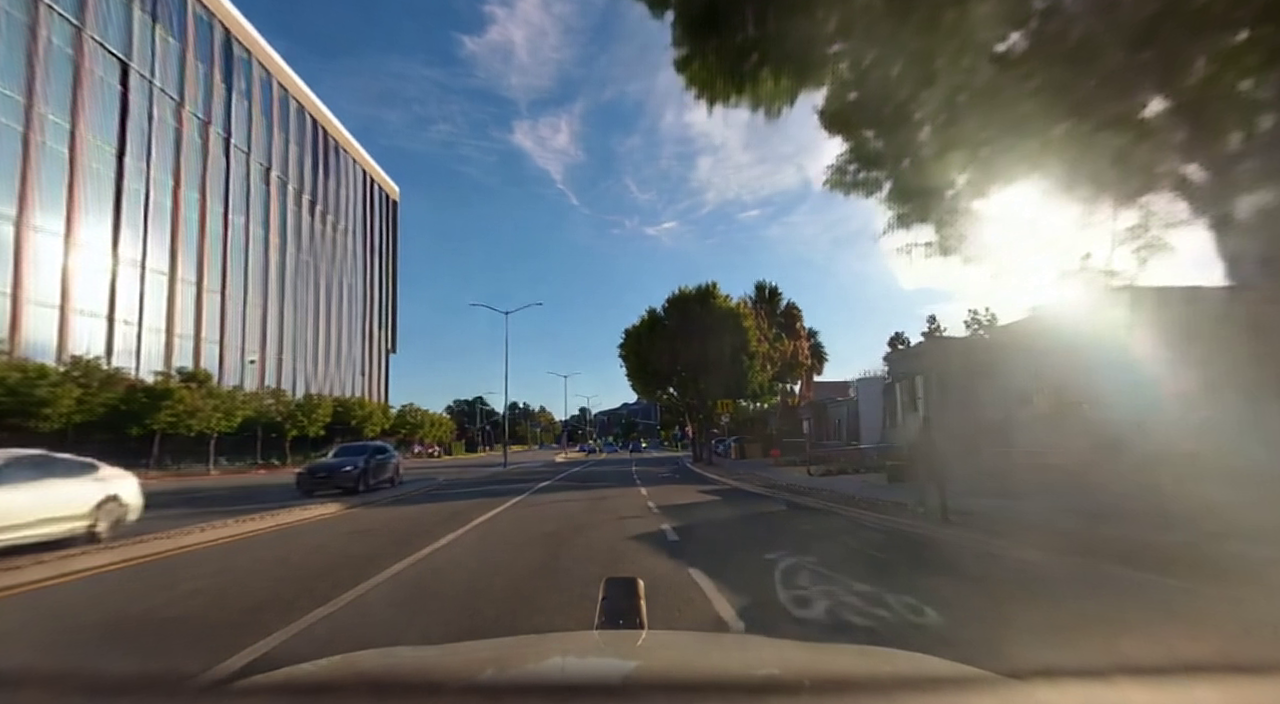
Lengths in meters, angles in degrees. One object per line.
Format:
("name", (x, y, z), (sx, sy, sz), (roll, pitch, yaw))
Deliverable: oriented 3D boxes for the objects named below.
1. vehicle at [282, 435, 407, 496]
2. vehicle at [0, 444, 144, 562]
("vehicle", (-9.558, 3.685, 20.915), (1.988, 1.755, 4.568), (1, -8, -2))
("vehicle", (-9.179, 1.931, 8.072), (1.983, 1.486, 4.707), (1, -8, -2))
